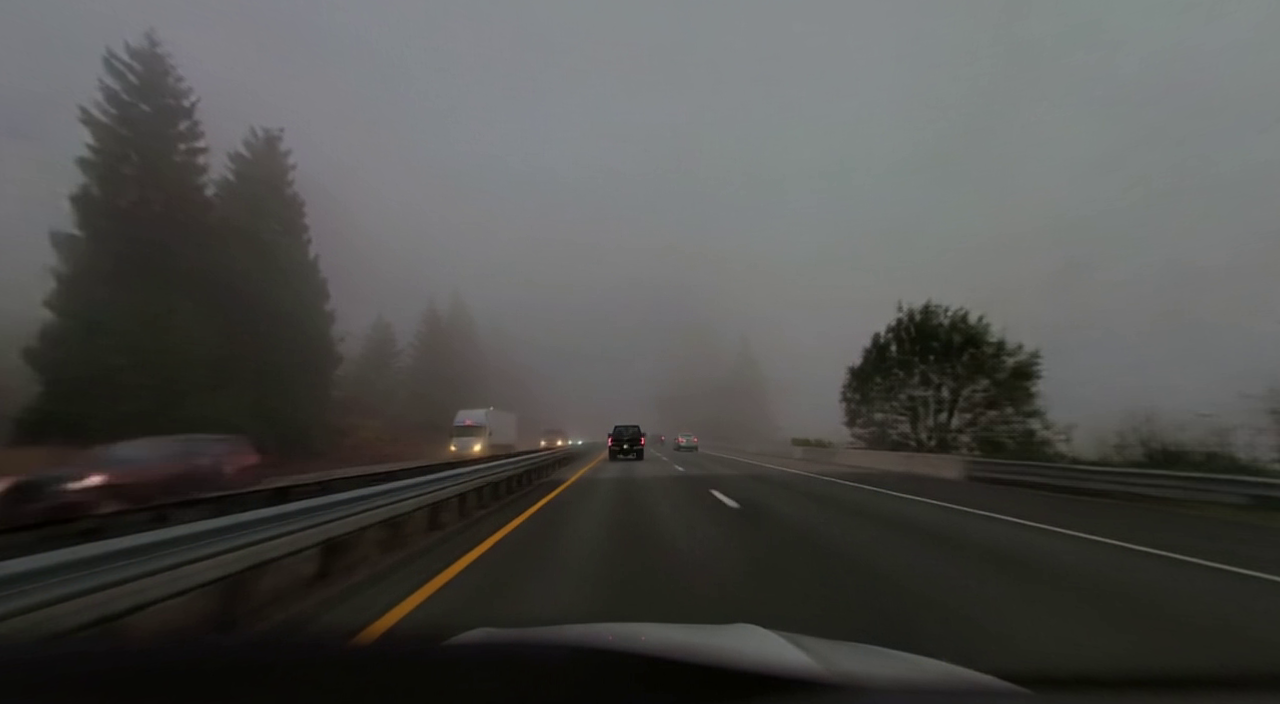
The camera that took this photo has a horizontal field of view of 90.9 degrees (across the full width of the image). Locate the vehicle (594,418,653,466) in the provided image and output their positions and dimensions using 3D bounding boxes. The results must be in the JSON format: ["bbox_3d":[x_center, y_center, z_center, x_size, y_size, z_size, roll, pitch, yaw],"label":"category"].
[{"bbox_3d":[-0.772,4.150,29.150,2.503,2.044,4.633,0,-8,-2],"label":"vehicle"}]
